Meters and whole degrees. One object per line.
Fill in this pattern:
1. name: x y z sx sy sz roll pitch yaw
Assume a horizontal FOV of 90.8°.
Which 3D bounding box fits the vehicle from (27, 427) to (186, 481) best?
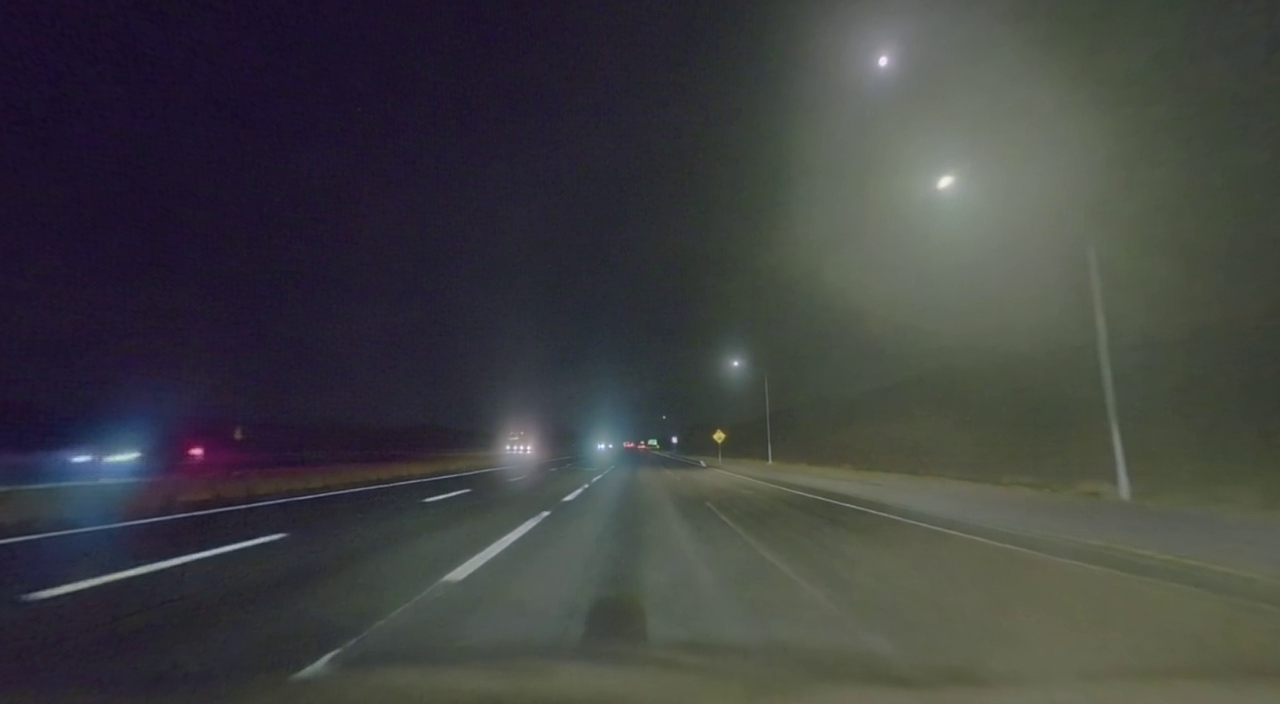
1. vehicle: -19.601 3.777 23.506 2.016 1.787 4.393 0 -9 0
